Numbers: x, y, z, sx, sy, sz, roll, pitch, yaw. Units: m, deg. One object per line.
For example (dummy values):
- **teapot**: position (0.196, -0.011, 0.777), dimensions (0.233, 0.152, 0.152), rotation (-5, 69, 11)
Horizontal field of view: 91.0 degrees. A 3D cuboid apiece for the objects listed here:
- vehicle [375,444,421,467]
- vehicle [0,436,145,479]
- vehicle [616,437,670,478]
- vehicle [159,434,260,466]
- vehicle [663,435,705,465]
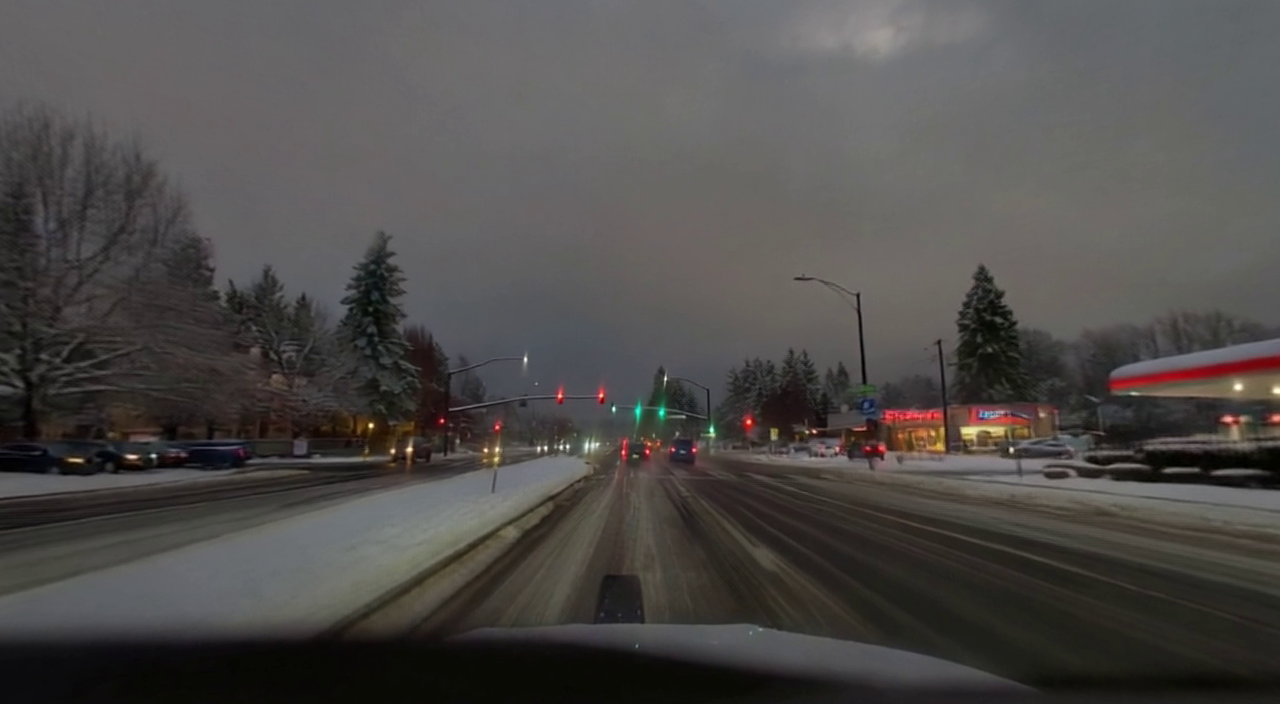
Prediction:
- **vehicle**: position (-19.140, 8.181, 49.966), dimensions (1.967, 1.680, 4.396), rotation (-1, -9, -1)
- **vehicle**: position (-27.100, 4.897, 29.255), dimensions (6.027, 1.805, 2.010), rotation (3, -11, -26)
- **vehicle**: position (0.092, 4.479, 26.989), dimensions (2.145, 1.572, 4.021), rotation (1, -8, -1)
- **vehicle**: position (-30.645, 6.979, 44.875), dimensions (5.713, 2.148, 2.107), rotation (0, -8, 4)
- **vehicle**: position (3.284, 7.498, 48.380), dimensions (2.731, 2.101, 6.047), rotation (0, -8, 0)
